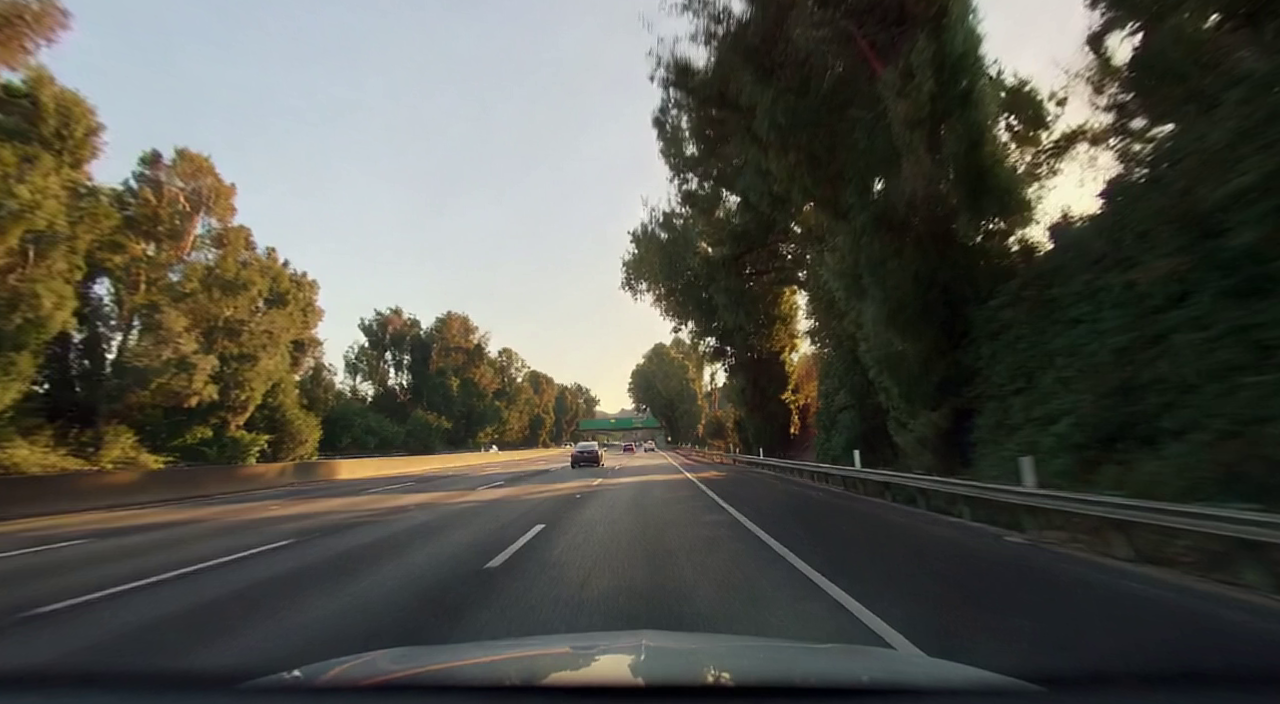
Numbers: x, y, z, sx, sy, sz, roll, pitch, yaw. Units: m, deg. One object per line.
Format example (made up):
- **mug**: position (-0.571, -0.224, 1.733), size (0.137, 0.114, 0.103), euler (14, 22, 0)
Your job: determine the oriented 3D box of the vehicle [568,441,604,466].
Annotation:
- **vehicle**: position (-3.547, 6.712, 41.890), size (1.993, 1.589, 3.898), euler (0, -8, 1)
